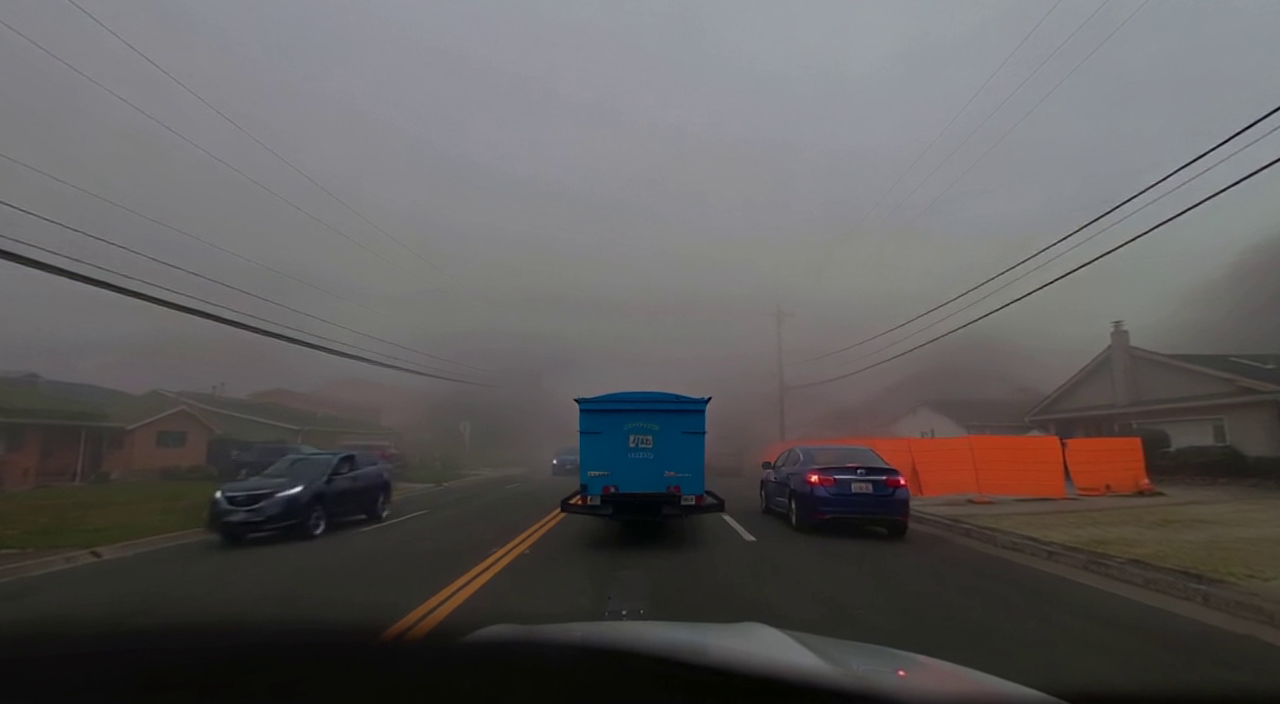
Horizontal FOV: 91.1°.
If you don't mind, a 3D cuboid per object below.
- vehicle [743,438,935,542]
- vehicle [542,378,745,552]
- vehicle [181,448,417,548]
[{"bbox_3d":[3.303,2.370,11.545,2.010,1.499,4.481,0,-8,-1],"label":"vehicle"},{"bbox_3d":[0.089,2.006,11.784,2.751,2.361,6.347,0,-8,1],"label":"vehicle"},{"bbox_3d":[-6.138,2.625,12.089,1.953,1.528,4.492,0,-8,1],"label":"vehicle"}]
